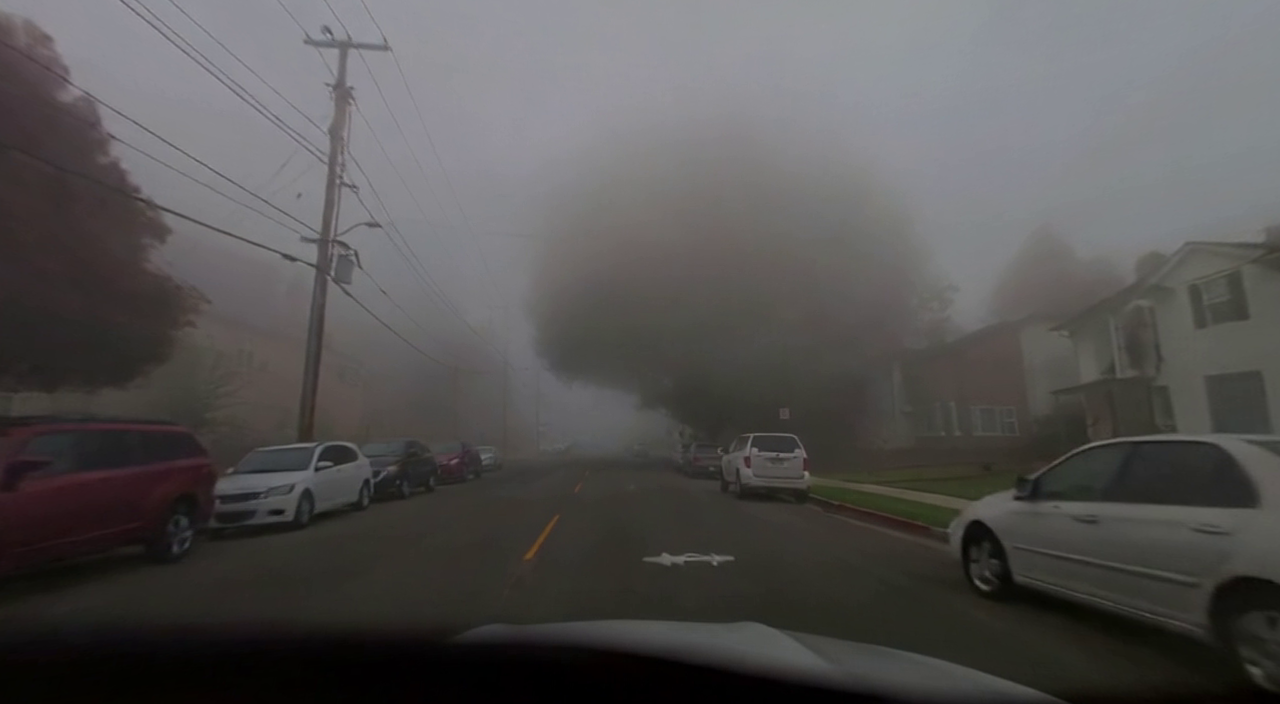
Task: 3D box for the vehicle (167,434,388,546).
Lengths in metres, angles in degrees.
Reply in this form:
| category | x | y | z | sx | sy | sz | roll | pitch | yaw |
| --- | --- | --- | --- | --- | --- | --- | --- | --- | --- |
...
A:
| category | x | y | z | sx | sy | sz | roll | pitch | yaw |
| --- | --- | --- | --- | --- | --- | --- | --- | --- | --- |
| vehicle | -6.384 | 2.373 | 11.814 | 1.863 | 1.561 | 4.380 | -3 | -7 | -5 |

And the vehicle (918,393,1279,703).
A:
| category | x | y | z | sx | sy | sz | roll | pitch | yaw |
| --- | --- | --- | --- | --- | --- | --- | --- | --- | --- |
| vehicle | 3.895 | 1.117 | 3.876 | 1.910 | 1.567 | 4.856 | 0 | -9 | -3 |

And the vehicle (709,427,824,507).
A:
| category | x | y | z | sx | sy | sz | roll | pitch | yaw |
| --- | --- | --- | --- | --- | --- | --- | --- | --- | --- |
| vehicle | 3.056 | 2.886 | 16.233 | 1.936 | 1.756 | 4.127 | 0 | -9 | -2 |

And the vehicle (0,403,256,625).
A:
| category | x | y | z | sx | sy | sz | roll | pitch | yaw |
| --- | --- | --- | --- | --- | --- | --- | --- | --- | --- |
| vehicle | -6.291 | 1.495 | 6.513 | 2.094 | 1.766 | 4.482 | 1 | -8 | -5 |
